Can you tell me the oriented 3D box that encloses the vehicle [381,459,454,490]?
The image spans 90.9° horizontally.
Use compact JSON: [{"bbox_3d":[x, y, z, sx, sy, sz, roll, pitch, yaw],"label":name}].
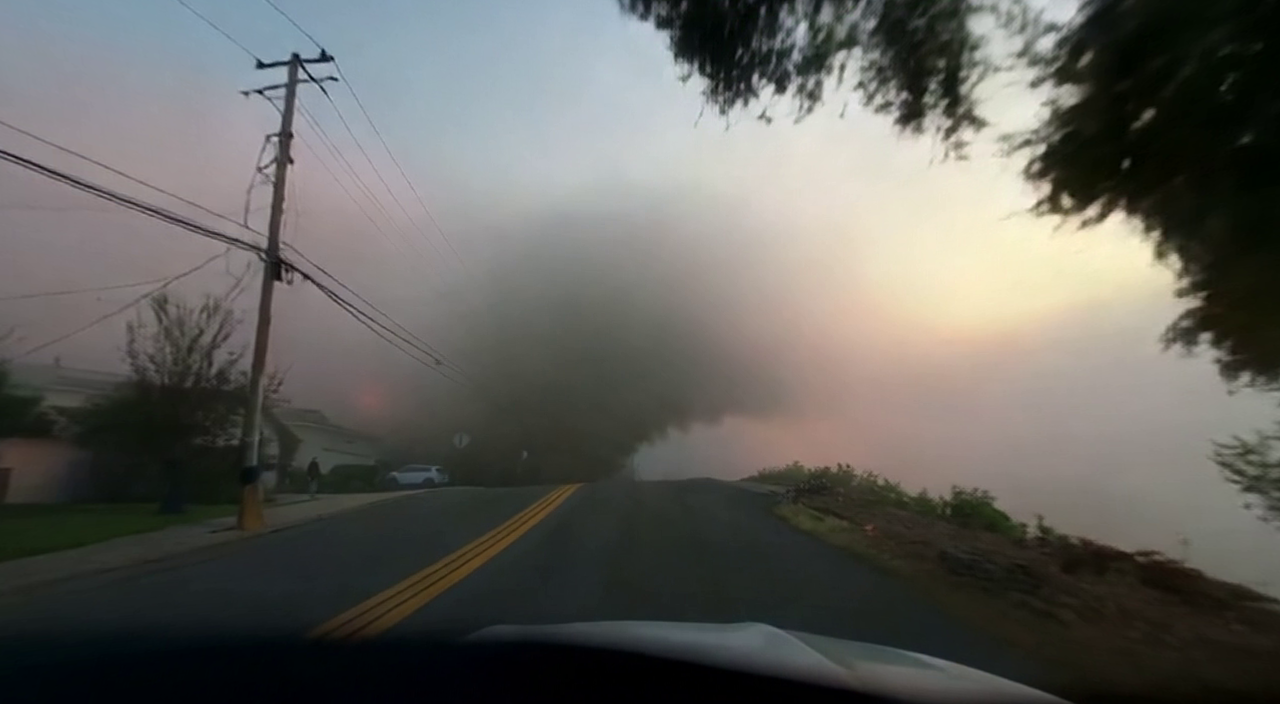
[{"bbox_3d":[-16.620,9.227,47.572,2.301,2.081,6.706,-3,-11,8],"label":"vehicle"}]
